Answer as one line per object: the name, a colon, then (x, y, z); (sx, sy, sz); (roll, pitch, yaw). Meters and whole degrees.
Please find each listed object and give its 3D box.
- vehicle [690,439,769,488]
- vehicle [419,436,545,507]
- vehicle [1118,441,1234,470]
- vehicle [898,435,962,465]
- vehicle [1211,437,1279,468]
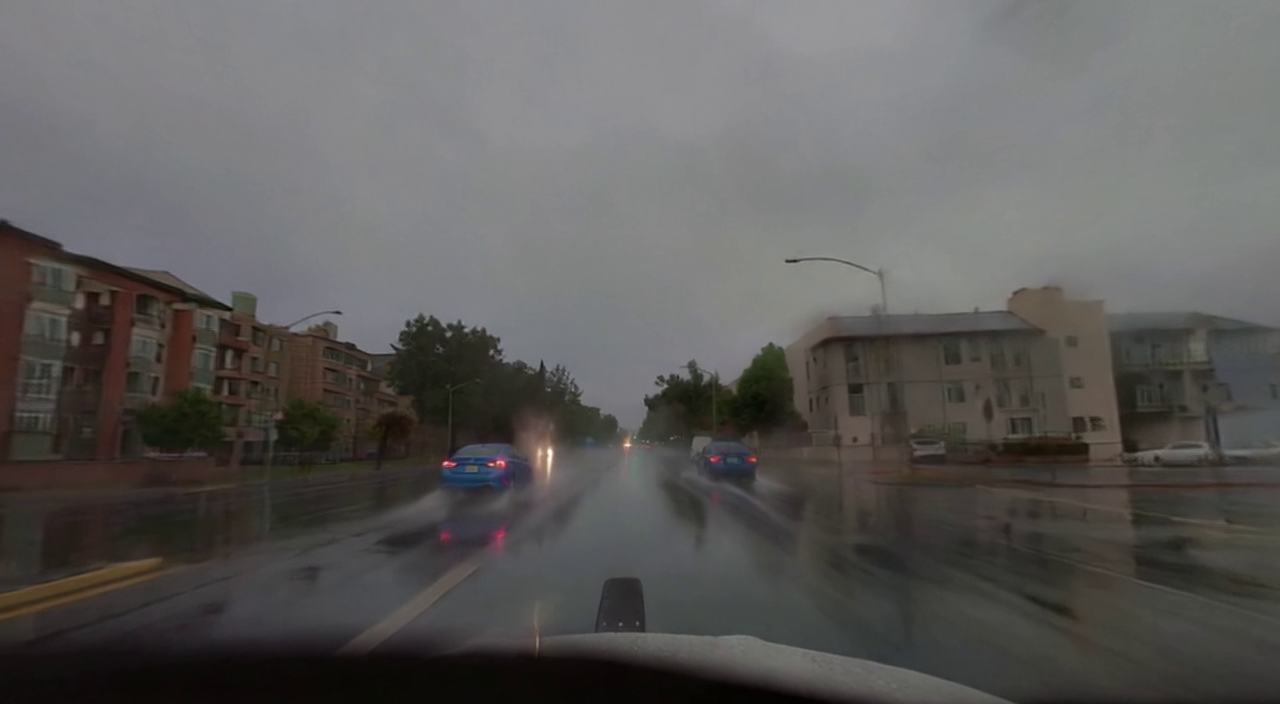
vehicle: (2.927, 3.752, 21.624); (1.978, 1.471, 4.426); (0, -8, -1)
vehicle: (-3.749, 2.914, 15.825); (2.062, 1.527, 4.044); (0, -8, 0)
vehicle: (28.774, 5.564, 34.003); (4.560, 1.475, 1.914); (0, -8, -2)
vehicle: (19.455, 6.594, 42.621); (1.961, 1.861, 4.757); (0, -8, -1)
vehicle: (33.992, 5.406, 34.009); (4.516, 1.579, 1.908); (0, -8, 1)
